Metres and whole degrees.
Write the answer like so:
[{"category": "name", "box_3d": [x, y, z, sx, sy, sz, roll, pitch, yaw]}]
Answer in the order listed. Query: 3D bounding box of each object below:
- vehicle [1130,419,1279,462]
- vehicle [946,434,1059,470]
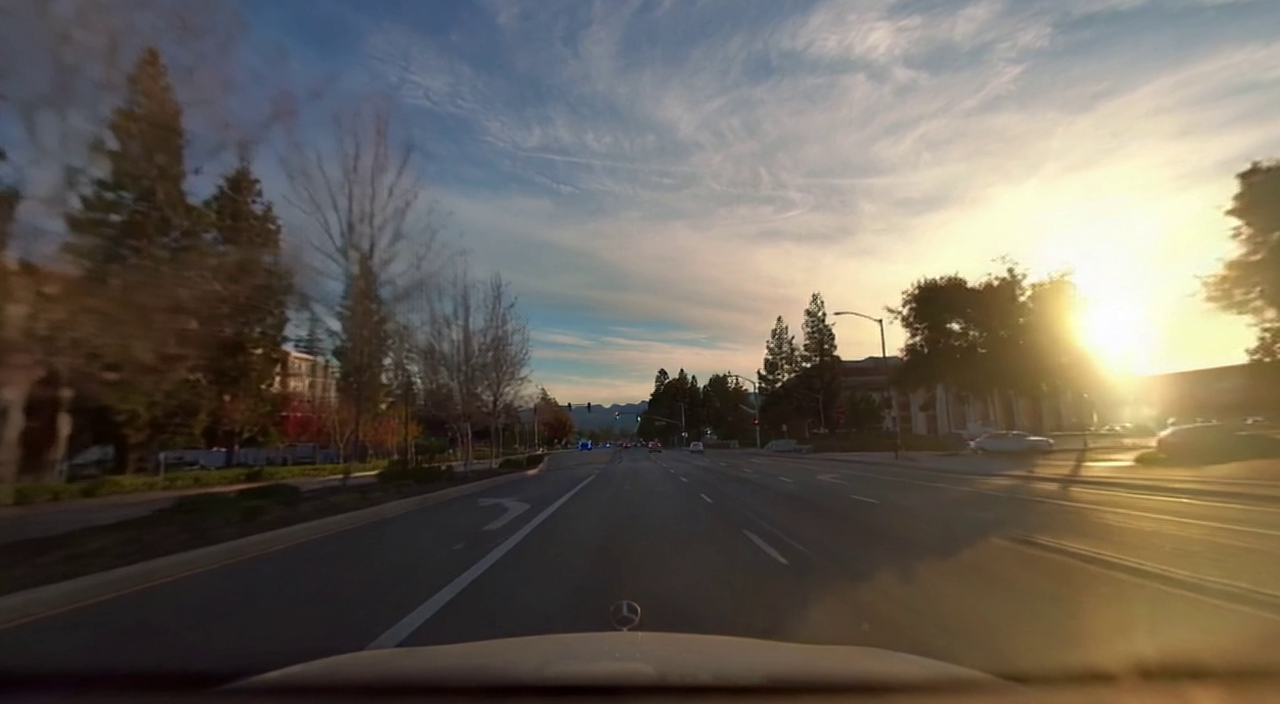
[{"category": "vehicle", "box_3d": [25.819, 4.052, 28.905, 4.893, 1.873, 2.191, 0, -8, -1]}, {"category": "vehicle", "box_3d": [18.110, 4.999, 31.712, 4.427, 1.747, 2.024, 0, -9, -2]}]
